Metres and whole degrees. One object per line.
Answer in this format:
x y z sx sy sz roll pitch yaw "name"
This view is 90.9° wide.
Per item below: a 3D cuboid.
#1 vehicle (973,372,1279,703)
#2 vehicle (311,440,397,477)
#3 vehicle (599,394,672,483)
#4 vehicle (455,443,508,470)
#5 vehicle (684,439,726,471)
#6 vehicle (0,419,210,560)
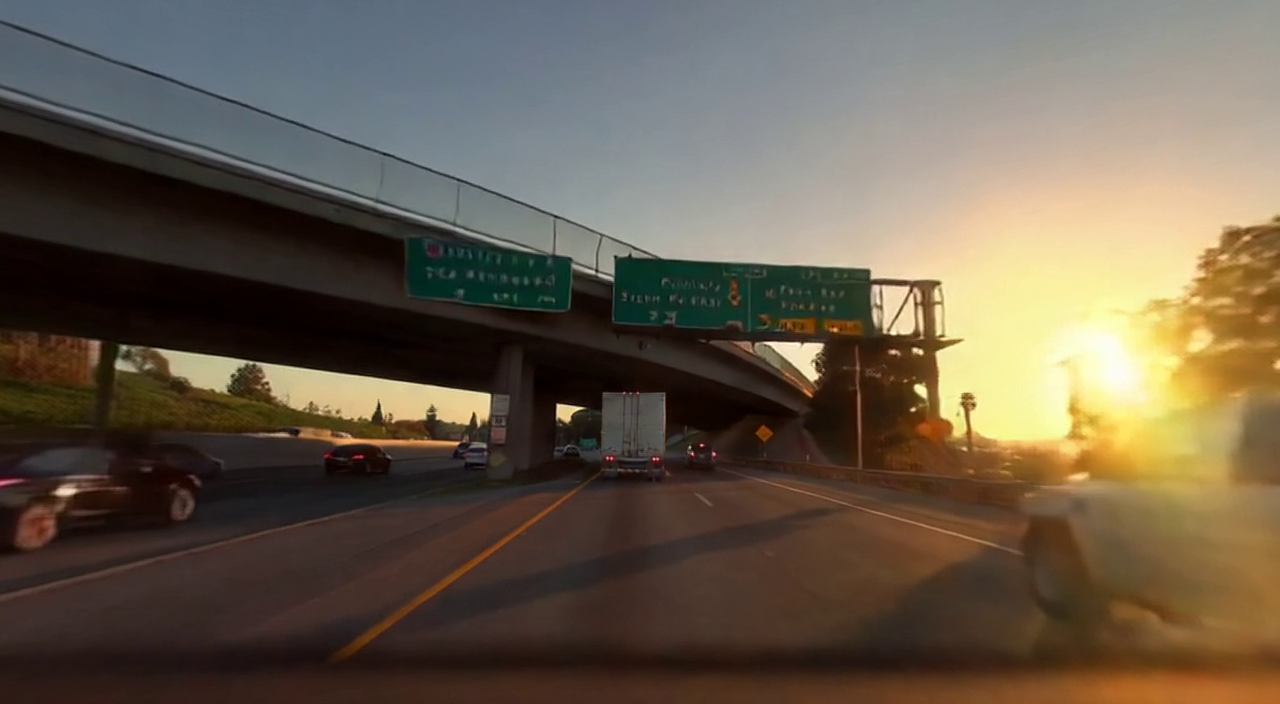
3.919 0.936 2.667 2.189 1.709 5.131 0 -9 0 "vehicle"
-12.625 4.736 28.201 1.906 1.510 4.303 0 -9 -1 "vehicle"
-0.239 4.332 30.954 2.916 3.584 10.841 0 -9 -1 "vehicle"
-9.351 6.234 37.706 2.057 1.506 4.829 0 -9 -2 "vehicle"
4.281 6.858 42.168 2.174 1.968 5.016 0 -9 -1 "vehicle"
-8.185 1.724 8.255 2.006 1.562 4.475 0 -9 -1 "vehicle"
